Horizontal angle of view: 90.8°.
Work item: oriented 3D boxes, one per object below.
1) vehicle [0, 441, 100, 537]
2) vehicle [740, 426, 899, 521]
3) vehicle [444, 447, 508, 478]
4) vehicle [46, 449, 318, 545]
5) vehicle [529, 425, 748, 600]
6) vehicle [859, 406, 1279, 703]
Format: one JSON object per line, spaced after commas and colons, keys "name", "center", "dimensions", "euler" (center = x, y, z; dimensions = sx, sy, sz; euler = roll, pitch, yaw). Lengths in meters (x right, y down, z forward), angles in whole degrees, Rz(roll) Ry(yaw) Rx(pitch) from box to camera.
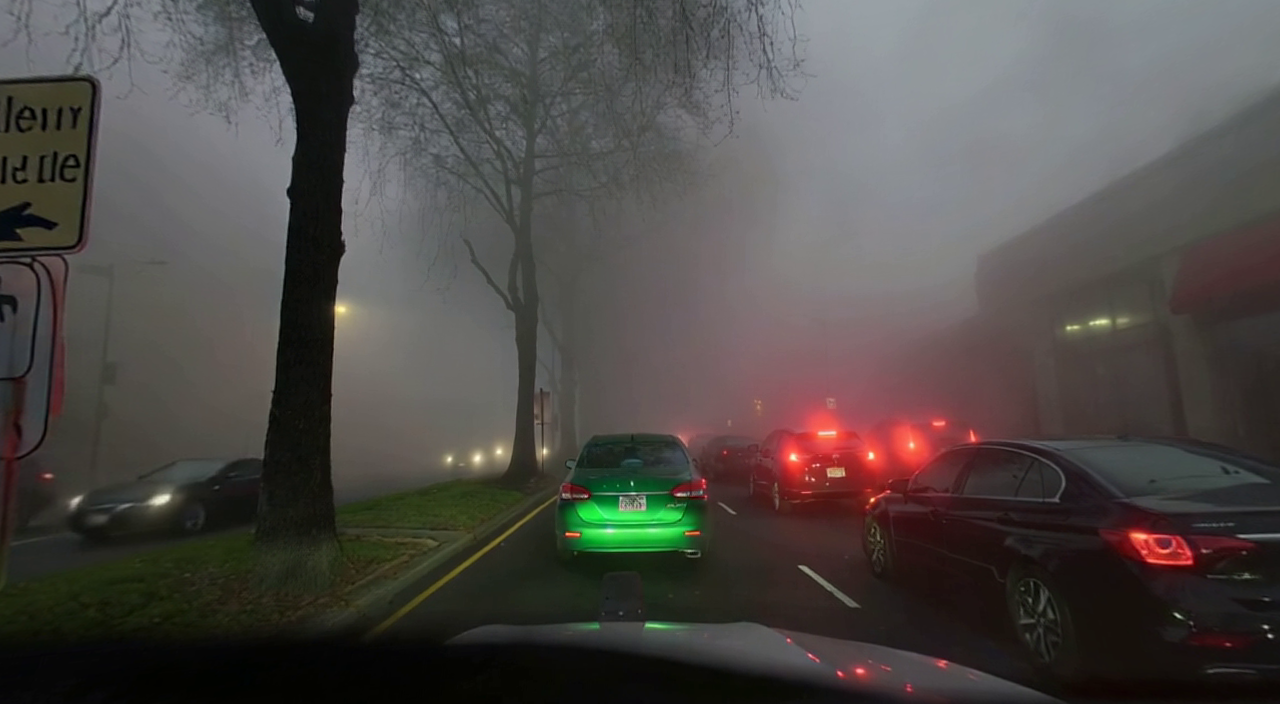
{"name": "vehicle", "center": [-13.041, 2.589, 11.842], "dimensions": [2.072, 1.773, 4.329], "euler": [0, -9, -2]}
{"name": "vehicle", "center": [3.535, 2.483, 13.427], "dimensions": [2.025, 1.660, 4.263], "euler": [0, -9, -1]}
{"name": "vehicle", "center": [-8.351, 5.633, 32.568], "dimensions": [2.169, 1.477, 4.168], "euler": [0, -9, 0]}
{"name": "vehicle", "center": [-8.113, 2.554, 11.853], "dimensions": [1.850, 1.417, 4.321], "euler": [0, -9, 0]}
{"name": "vehicle", "center": [-0.022, 1.655, 7.297], "dimensions": [1.887, 1.487, 3.535], "euler": [0, -9, 0]}
{"name": "vehicle", "center": [3.302, 1.257, 4.487], "dimensions": [1.988, 1.480, 4.195], "euler": [0, -9, 0]}
